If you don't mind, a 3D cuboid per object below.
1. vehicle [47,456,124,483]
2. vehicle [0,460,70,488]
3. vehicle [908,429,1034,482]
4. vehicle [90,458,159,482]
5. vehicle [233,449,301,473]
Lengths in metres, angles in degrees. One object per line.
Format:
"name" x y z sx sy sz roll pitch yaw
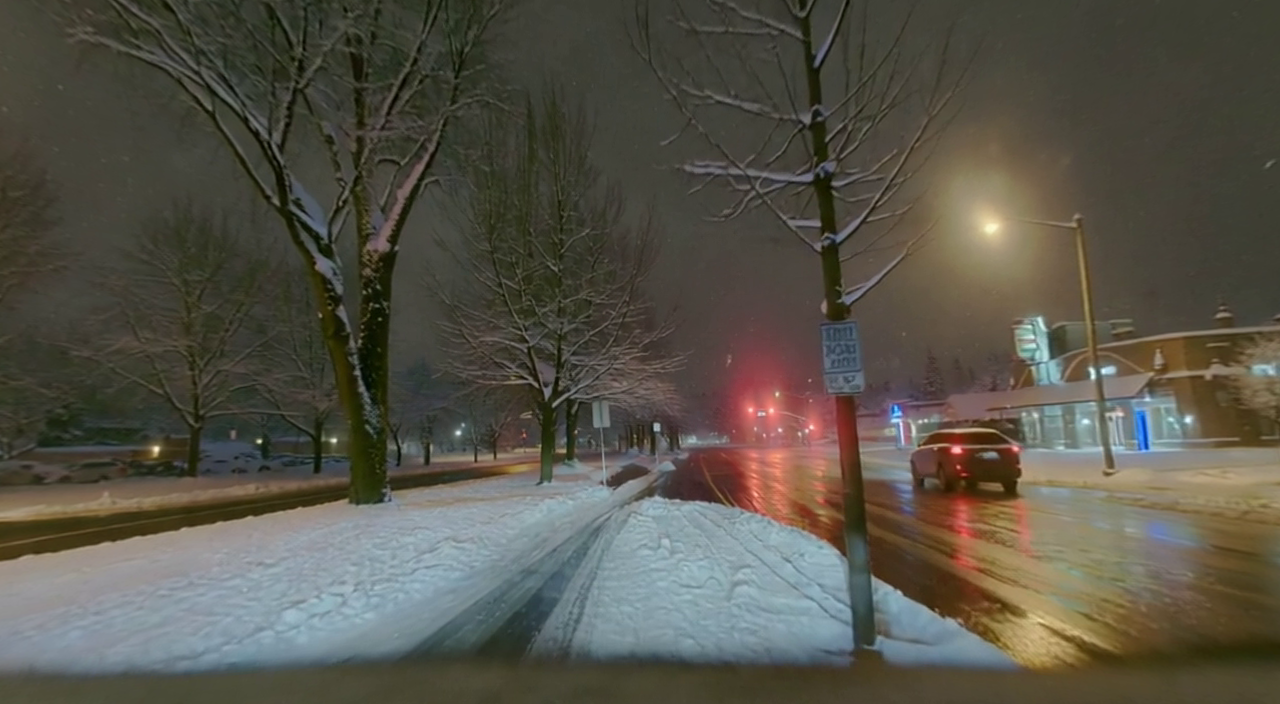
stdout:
"vehicle" -34.503 7.260 39.251 5.124 1.541 2.121 -6 -10 32
"vehicle" -35.597 7.120 37.076 4.157 1.458 2.130 -6 -10 34
"vehicle" 11.503 3.639 22.381 2.100 1.638 4.545 -1 -9 2
"vehicle" -35.155 8.002 43.060 4.416 1.541 2.102 -5 -10 30
"vehicle" -28.906 8.403 48.883 5.483 1.719 2.112 -5 -10 31
